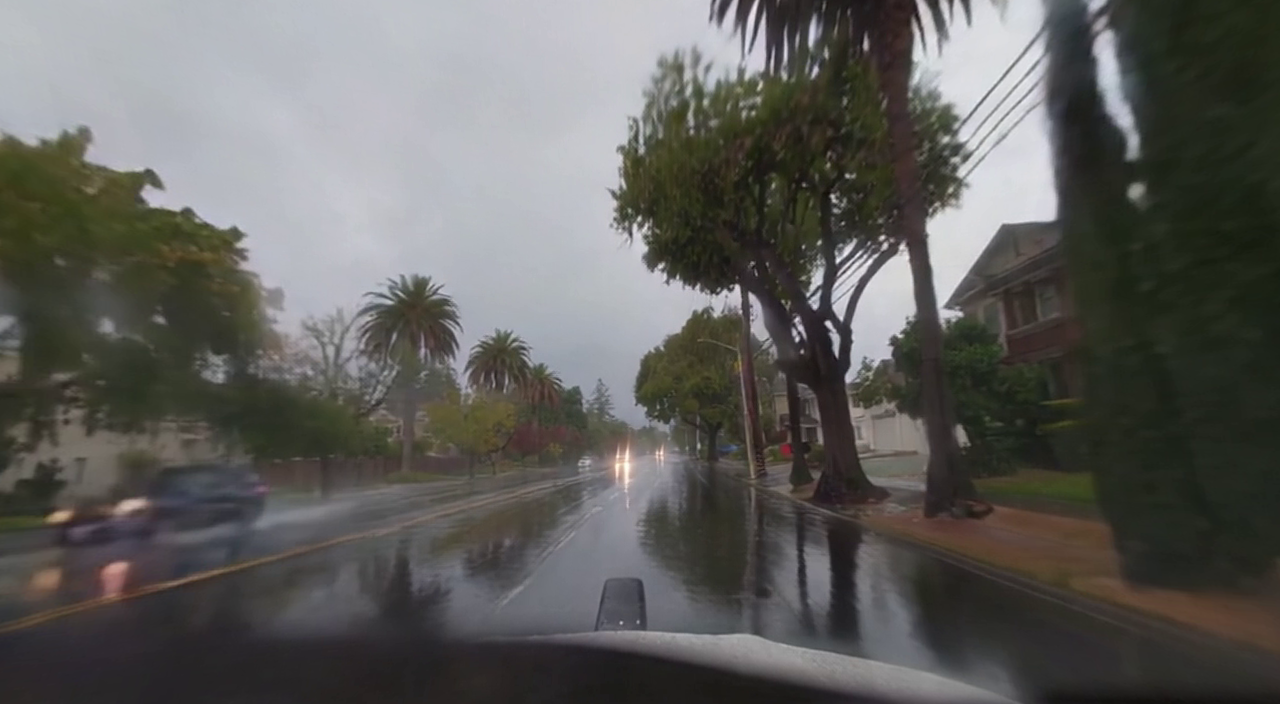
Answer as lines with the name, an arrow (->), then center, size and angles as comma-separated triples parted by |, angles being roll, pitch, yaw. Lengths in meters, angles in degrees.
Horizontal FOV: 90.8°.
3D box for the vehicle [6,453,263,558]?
vehicle -> -10.819, 3.241, 14.112 | 2.001, 1.725, 4.504 | -5, -9, 1
